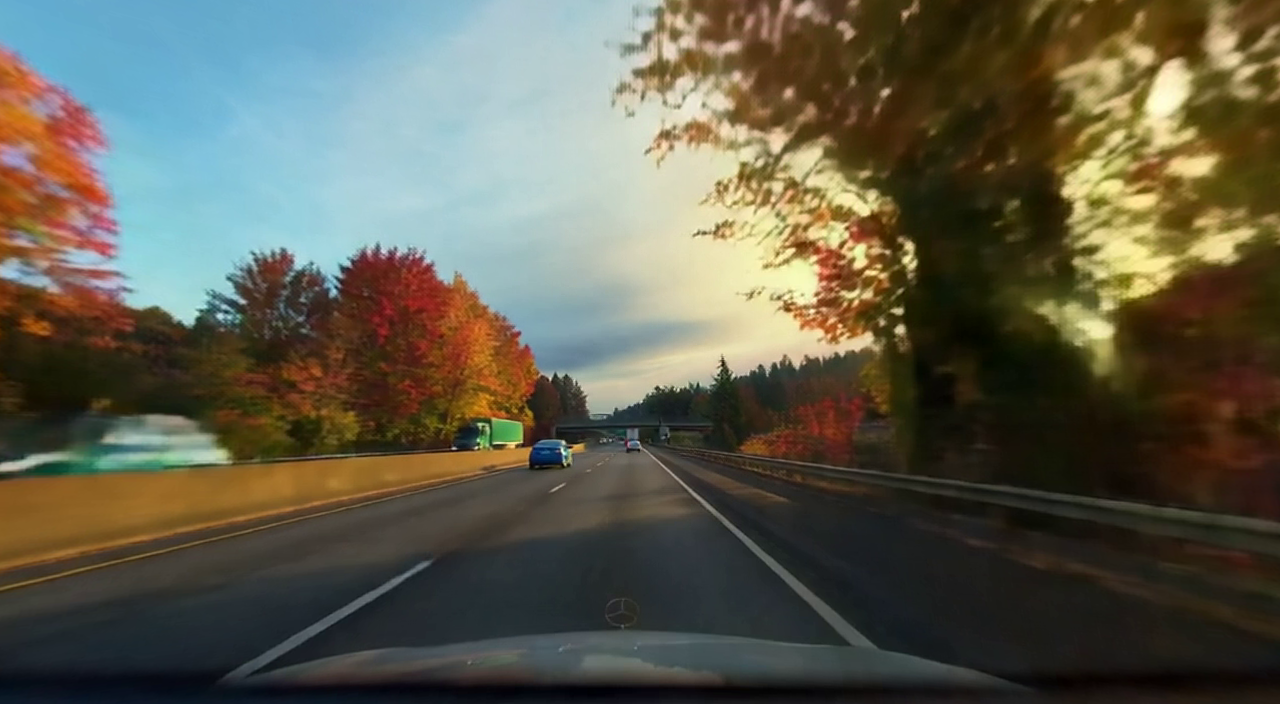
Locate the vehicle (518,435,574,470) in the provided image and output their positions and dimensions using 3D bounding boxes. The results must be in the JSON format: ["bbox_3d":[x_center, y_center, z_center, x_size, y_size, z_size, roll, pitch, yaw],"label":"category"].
[{"bbox_3d":[-4.426,4.800,30.208,2.002,1.553,4.247,0,-8,0],"label":"vehicle"}]

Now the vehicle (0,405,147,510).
[{"bbox_3d":[-12.091,1.927,11.576,2.098,1.796,4.845,0,-8,0],"label":"vehicle"}]
